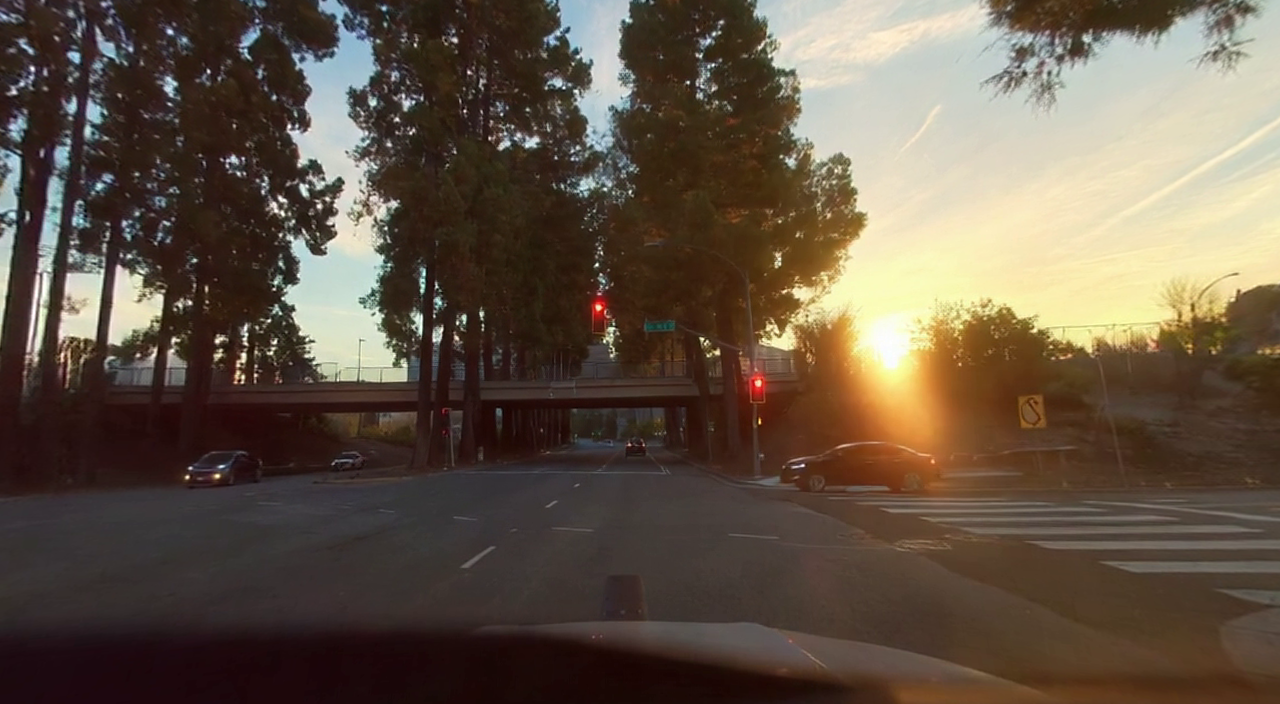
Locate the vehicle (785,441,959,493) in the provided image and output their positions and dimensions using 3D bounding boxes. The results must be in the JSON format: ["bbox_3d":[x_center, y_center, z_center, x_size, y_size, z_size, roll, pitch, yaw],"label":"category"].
[{"bbox_3d":[7.065,3.508,19.476,4.691,1.466,1.800,1,-9,-8],"label":"vehicle"}]

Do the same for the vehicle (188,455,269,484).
[{"bbox_3d":[-23.920,6.816,36.956,1.834,1.482,4.310,0,-9,0],"label":"vehicle"}]
